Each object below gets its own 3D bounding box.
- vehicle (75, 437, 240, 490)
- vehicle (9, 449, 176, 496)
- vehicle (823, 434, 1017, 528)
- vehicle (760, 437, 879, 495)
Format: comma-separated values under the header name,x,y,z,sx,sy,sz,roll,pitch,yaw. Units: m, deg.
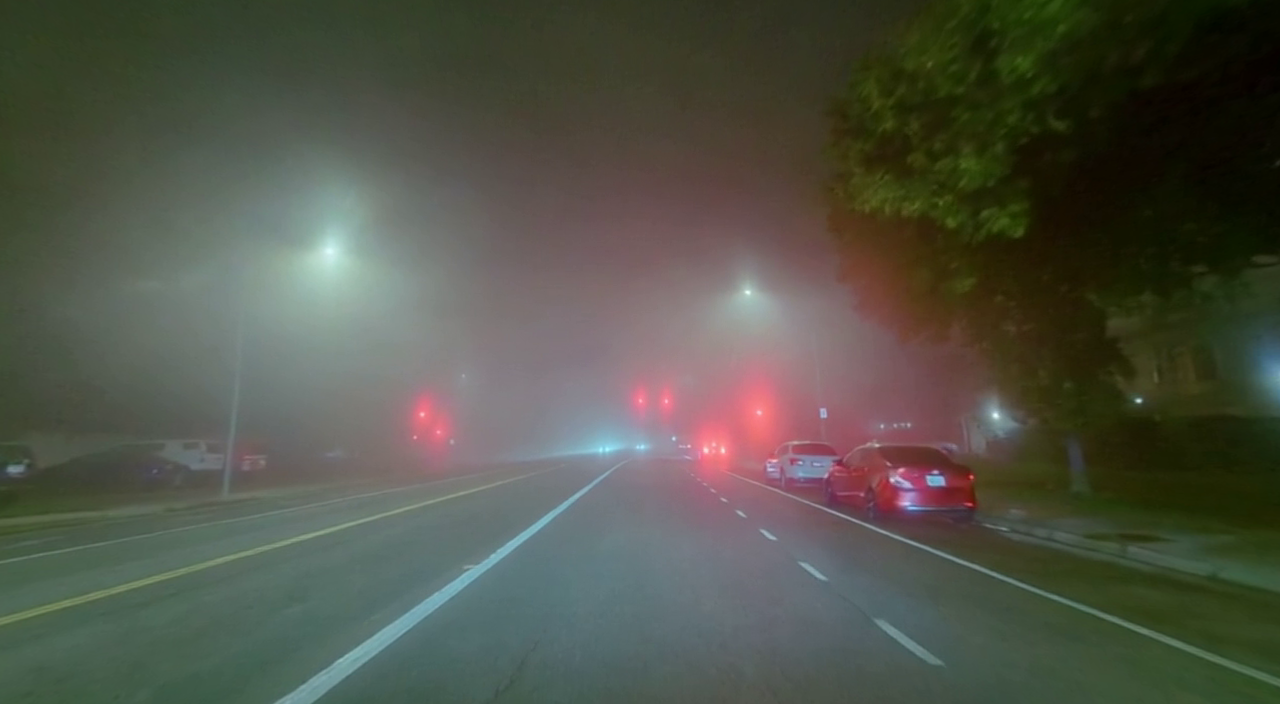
name,x,y,z,sx,sy,sz,roll,pitch,yaw
vehicle,-19.525,4.509,25.666,4.852,2.017,2.342,-1,-9,4
vehicle,-19.325,4.254,22.406,4.145,1.555,1.901,0,-8,1
vehicle,5.116,2.393,12.262,1.895,1.487,4.176,0,-9,1
vehicle,5.234,3.375,19.158,1.997,1.521,4.747,0,-9,-3
